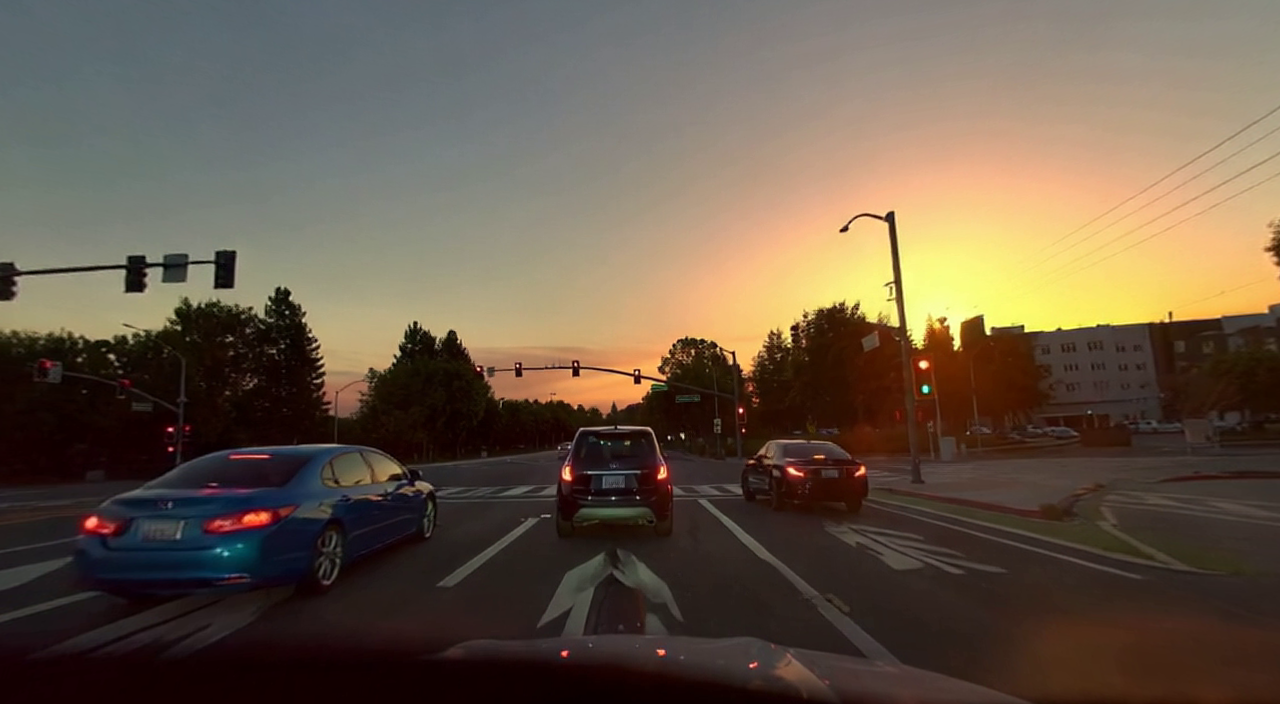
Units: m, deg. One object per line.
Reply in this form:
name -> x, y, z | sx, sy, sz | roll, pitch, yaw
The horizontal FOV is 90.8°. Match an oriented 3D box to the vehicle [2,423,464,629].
vehicle -> -3.581, 1.593, 6.875 | 2.052, 1.472, 4.479 | 0, -8, 0

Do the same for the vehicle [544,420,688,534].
vehicle -> -0.352, 2.059, 10.928 | 2.038, 1.599, 3.844 | 0, -8, 0

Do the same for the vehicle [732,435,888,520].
vehicle -> 3.271, 2.501, 13.202 | 1.970, 1.449, 4.433 | 0, -8, -1
